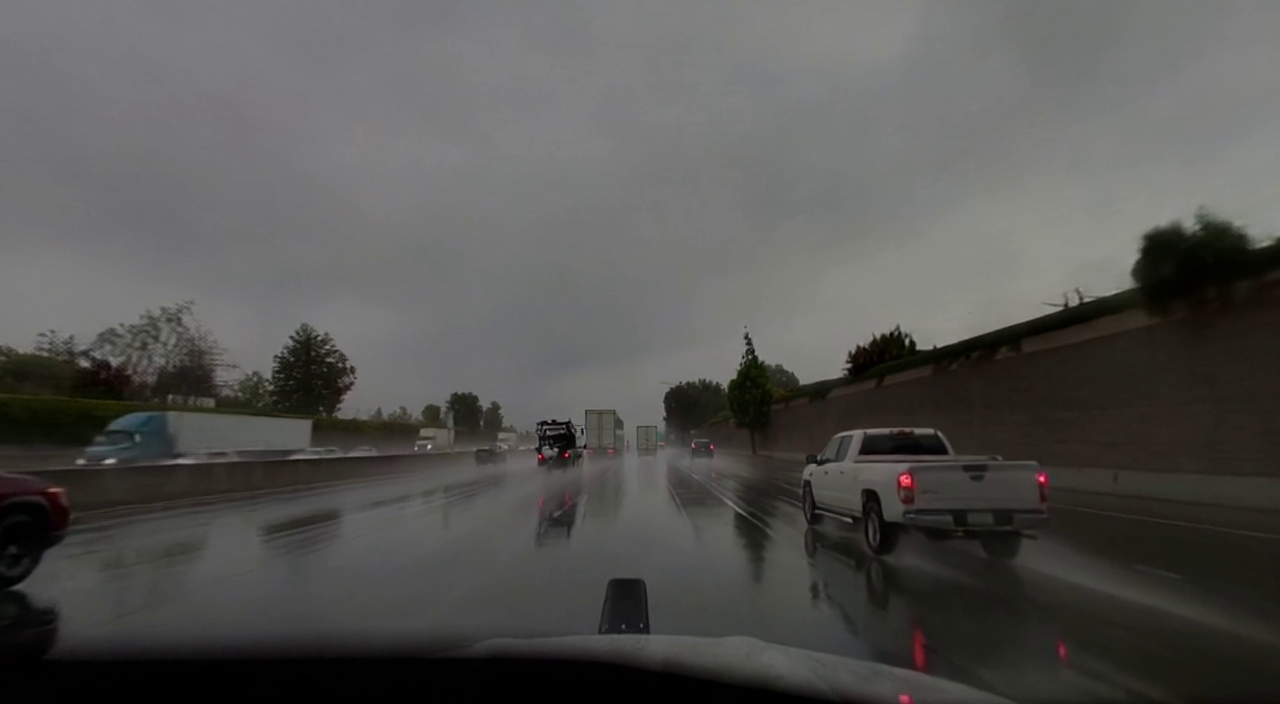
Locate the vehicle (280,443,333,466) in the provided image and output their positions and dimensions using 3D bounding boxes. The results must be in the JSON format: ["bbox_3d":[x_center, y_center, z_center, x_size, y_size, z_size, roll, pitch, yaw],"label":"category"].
[{"bbox_3d":[-21.535,6.621,40.844,1.464,1.377,3.386,-1,-8,3],"label":"vehicle"}]

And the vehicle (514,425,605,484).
[{"bbox_3d":[-2.977,4.068,25.235,2.645,2.023,6.491,0,-8,1],"label":"vehicle"}]

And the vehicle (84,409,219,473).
[{"bbox_3d":[-31.623,5.843,41.278,3.125,3.787,6.695,-1,-8,3],"label":"vehicle"}]

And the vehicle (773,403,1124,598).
[{"bbox_3d":[3.119,1.602,7.660,2.028,1.658,4.334,0,-8,0],"label":"vehicle"}]

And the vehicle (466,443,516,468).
[{"bbox_3d":[-9.607,6.675,40.935,1.981,1.495,4.834,0,-8,1],"label":"vehicle"}]

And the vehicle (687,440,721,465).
[{"bbox_3d":[4.512,7.129,44.964,2.026,1.661,3.865,0,-8,-1],"label":"vehicle"}]
